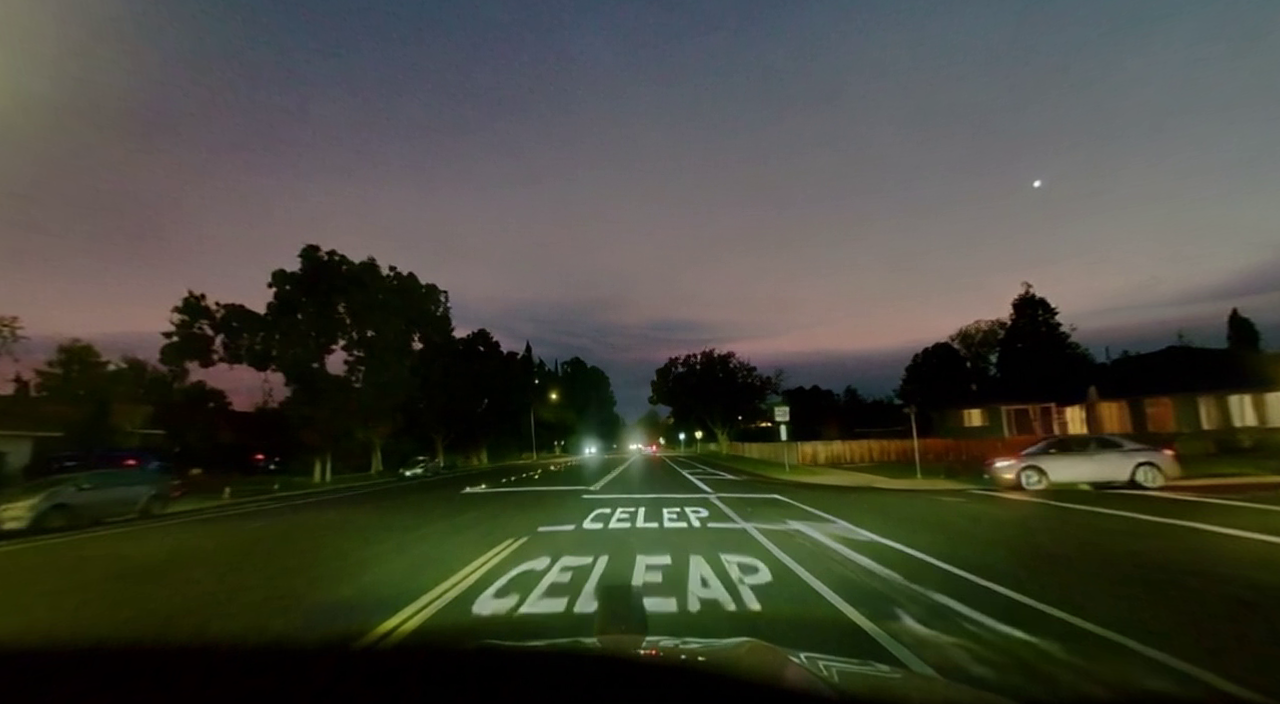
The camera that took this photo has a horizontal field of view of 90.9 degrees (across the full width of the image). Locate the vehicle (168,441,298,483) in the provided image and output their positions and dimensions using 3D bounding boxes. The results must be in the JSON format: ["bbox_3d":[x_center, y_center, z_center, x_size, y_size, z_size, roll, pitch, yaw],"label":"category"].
[{"bbox_3d":[-19.163,5.171,29.824,4.630,1.896,2.092,0,-9,0],"label":"vehicle"}]

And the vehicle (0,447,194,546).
[{"bbox_3d":[-12.595,3.090,14.104,1.965,1.653,4.488,-3,-6,1],"label":"vehicle"}]

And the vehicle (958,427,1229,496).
[{"bbox_3d":[10.793,2.658,15.451,4.818,1.525,2.163,-2,-9,9],"label":"vehicle"}]
